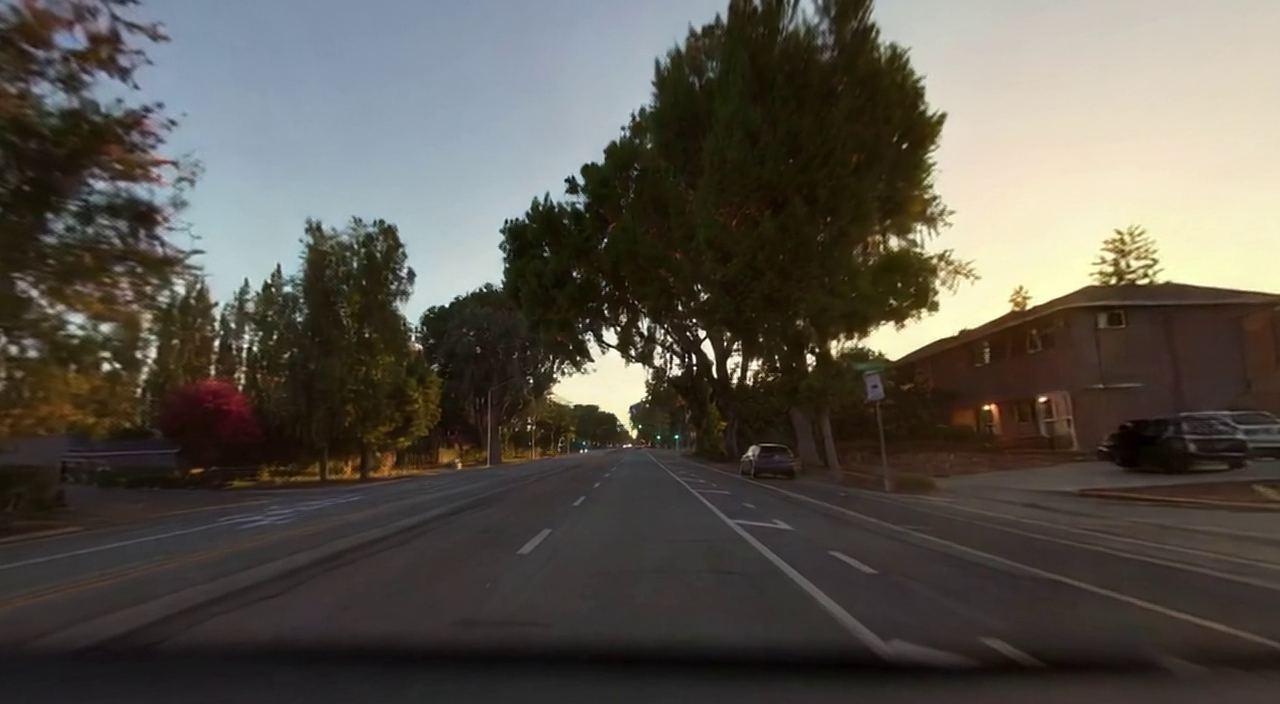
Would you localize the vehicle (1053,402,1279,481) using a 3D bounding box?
[{"bbox_3d":[15.245,2.572,18.115,5.136,1.795,2.244,-3,-9,-3],"label":"vehicle"}]

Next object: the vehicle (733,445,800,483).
[{"bbox_3d":[5.313,4.764,27.153,1.984,1.418,4.709,2,-9,1],"label":"vehicle"}]
